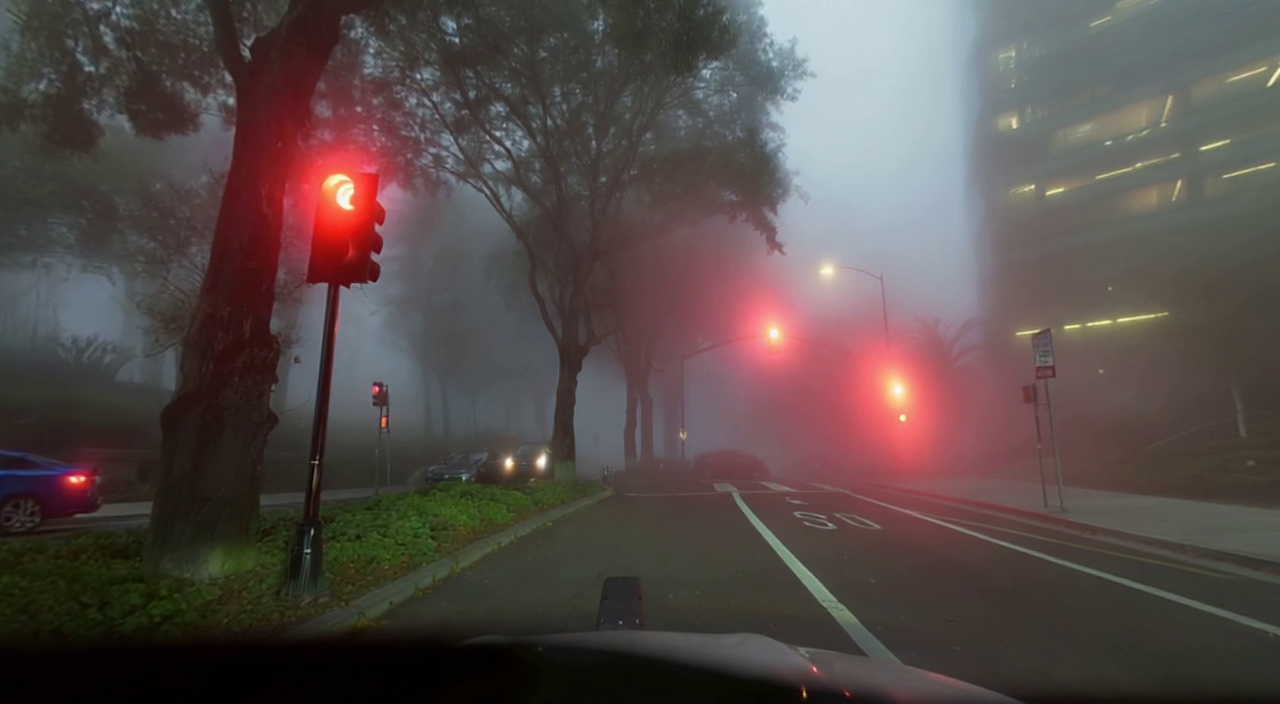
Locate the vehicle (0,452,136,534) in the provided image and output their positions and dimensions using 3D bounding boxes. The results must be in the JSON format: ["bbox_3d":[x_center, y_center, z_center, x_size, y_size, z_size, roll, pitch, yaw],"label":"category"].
[{"bbox_3d":[-12.882,2.719,12.306,4.598,1.490,1.816,7,-11,-40],"label":"vehicle"}]

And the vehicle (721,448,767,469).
[{"bbox_3d":[7.872,8.119,48.414,1.829,1.440,4.384,2,-9,-14],"label":"vehicle"}]
